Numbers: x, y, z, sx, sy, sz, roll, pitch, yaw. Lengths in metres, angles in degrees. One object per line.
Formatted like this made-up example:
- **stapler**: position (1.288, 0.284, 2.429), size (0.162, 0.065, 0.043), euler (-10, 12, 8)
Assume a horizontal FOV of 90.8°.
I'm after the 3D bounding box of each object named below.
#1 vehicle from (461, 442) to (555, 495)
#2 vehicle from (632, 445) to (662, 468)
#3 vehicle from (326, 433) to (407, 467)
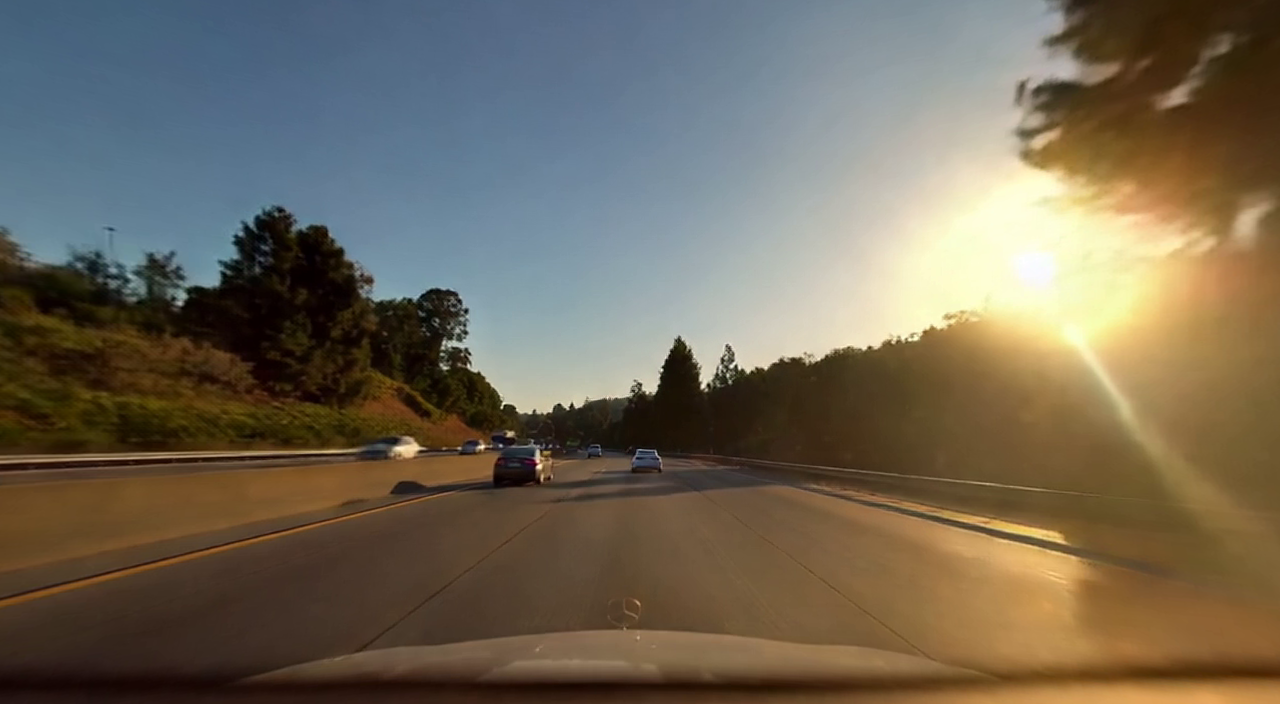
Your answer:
- **vehicle**: position (-4.079, 3.661, 20.266), size (2.054, 1.500, 4.469), euler (0, -9, 0)
- **vehicle**: position (0.477, 7.435, 45.003), size (2.008, 1.499, 3.192), euler (0, -9, -2)
- **vehicle**: position (-13.094, 4.720, 30.574), size (1.932, 1.497, 4.570), euler (0, -9, -1)
